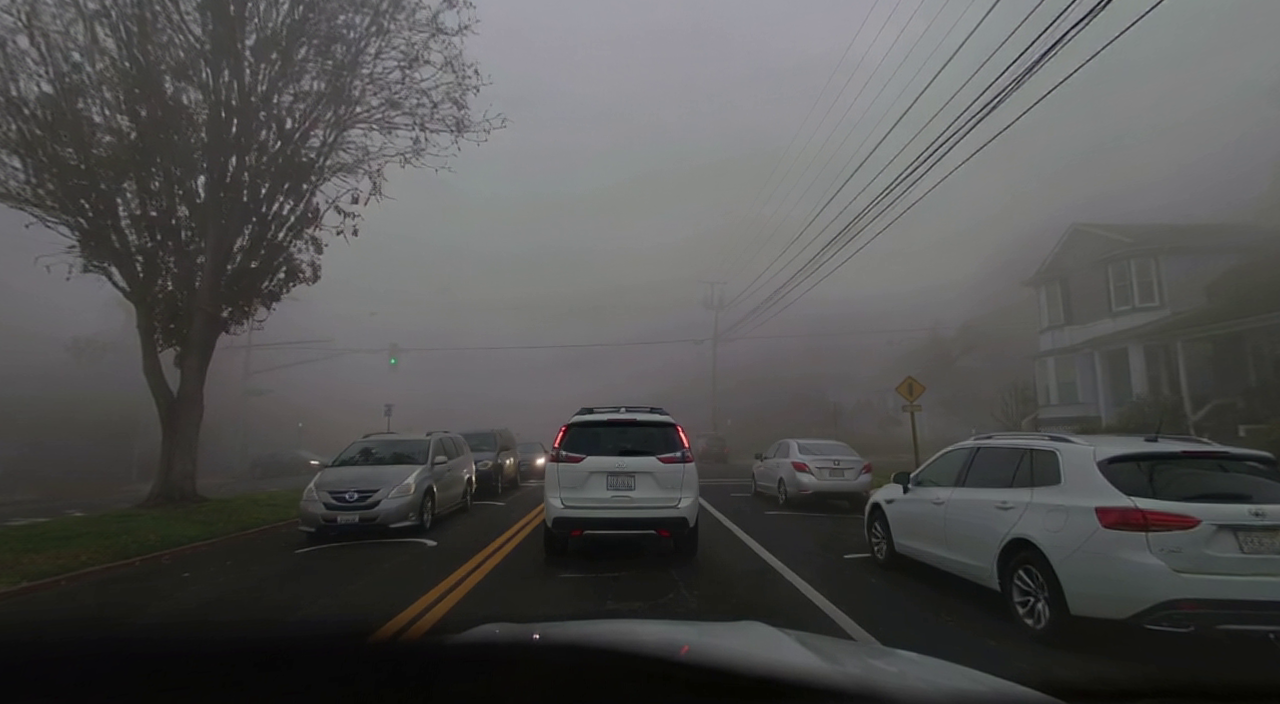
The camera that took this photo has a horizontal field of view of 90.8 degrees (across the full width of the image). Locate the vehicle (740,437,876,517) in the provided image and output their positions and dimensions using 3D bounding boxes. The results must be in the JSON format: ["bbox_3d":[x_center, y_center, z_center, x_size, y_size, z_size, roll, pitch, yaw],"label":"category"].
[{"bbox_3d":[3.480,2.643,13.888,1.880,1.476,3.932,0,-8,0],"label":"vehicle"}]

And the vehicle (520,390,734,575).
[{"bbox_3d":[-0.213,1.629,8.616,2.164,1.867,4.254,0,-8,-2],"label":"vehicle"}]

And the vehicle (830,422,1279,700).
[{"bbox_3d":[3.471,1.465,5.772,1.977,1.480,4.589,0,-8,-1],"label":"vehicle"}]

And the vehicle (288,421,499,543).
[{"bbox_3d":[-3.724,2.026,10.514,1.864,1.576,4.324,0,-8,-2],"label":"vehicle"}]
